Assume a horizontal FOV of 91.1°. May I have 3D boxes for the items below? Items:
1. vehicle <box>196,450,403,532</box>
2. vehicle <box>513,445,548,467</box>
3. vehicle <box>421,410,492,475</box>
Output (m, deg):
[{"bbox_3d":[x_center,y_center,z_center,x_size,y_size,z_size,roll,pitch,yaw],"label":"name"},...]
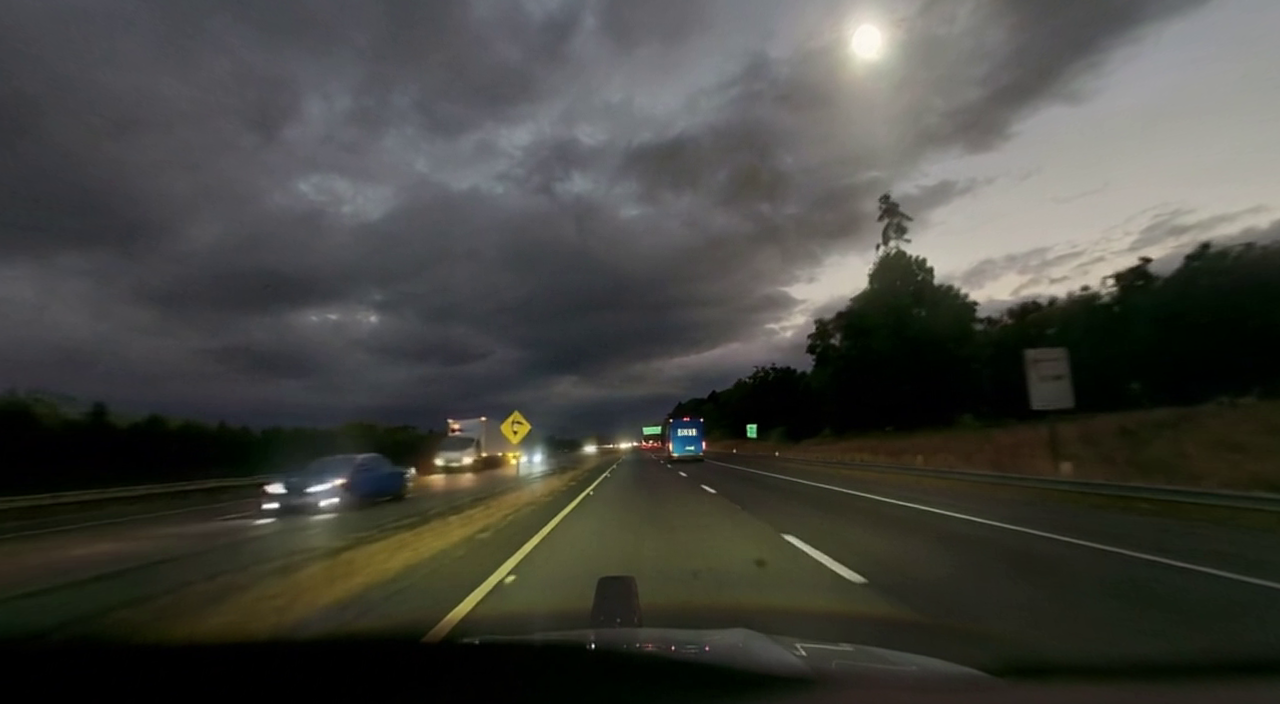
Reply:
[{"bbox_3d":[-7.255,2.963,14.142,1.992,1.492,4.794,0,-9,0],"label":"vehicle"},{"bbox_3d":[-8.286,7.897,47.968,1.891,1.534,4.239,0,-9,0],"label":"vehicle"},{"bbox_3d":[-12.237,6.140,42.600,2.994,4.015,6.170,0,-9,-1],"label":"vehicle"}]
